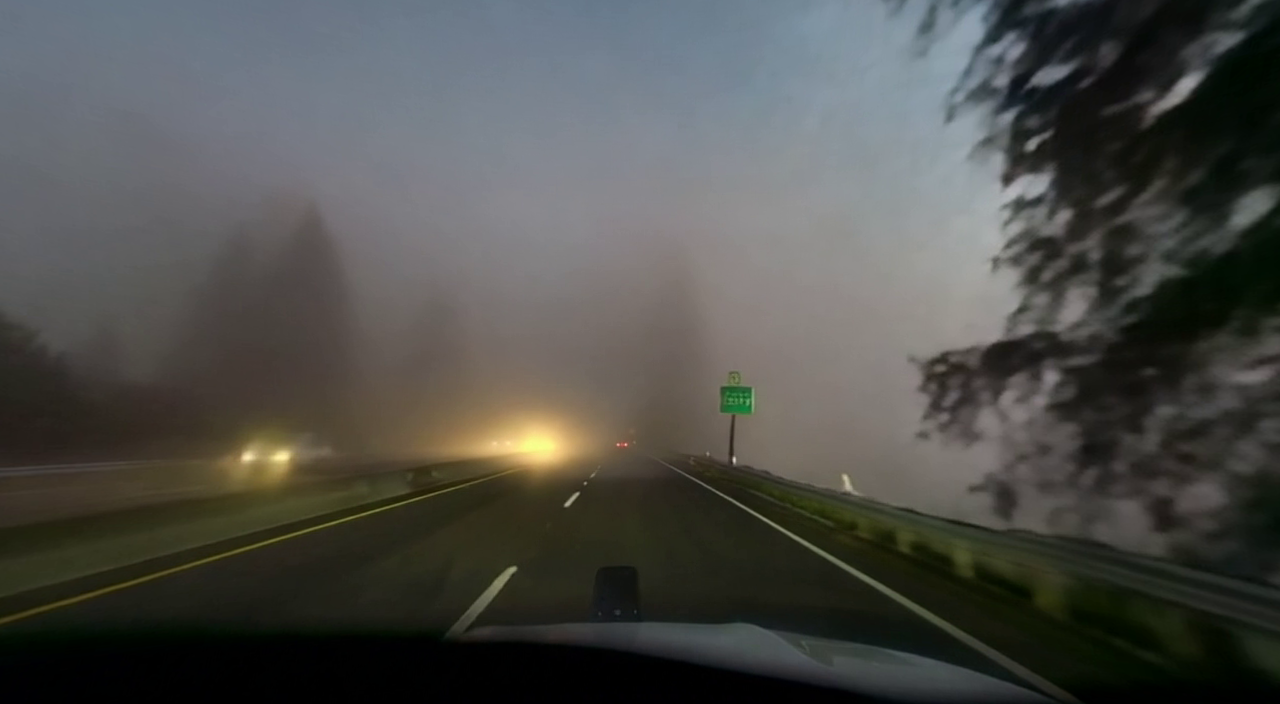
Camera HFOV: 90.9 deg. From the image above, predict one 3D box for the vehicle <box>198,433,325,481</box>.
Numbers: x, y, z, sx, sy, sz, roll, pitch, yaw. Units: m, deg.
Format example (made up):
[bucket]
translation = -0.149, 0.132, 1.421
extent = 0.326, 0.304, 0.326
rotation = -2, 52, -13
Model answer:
[vehicle]
translation = -13.014, 3.618, 22.015
extent = 1.972, 1.503, 3.935
rotation = 0, -8, 0
